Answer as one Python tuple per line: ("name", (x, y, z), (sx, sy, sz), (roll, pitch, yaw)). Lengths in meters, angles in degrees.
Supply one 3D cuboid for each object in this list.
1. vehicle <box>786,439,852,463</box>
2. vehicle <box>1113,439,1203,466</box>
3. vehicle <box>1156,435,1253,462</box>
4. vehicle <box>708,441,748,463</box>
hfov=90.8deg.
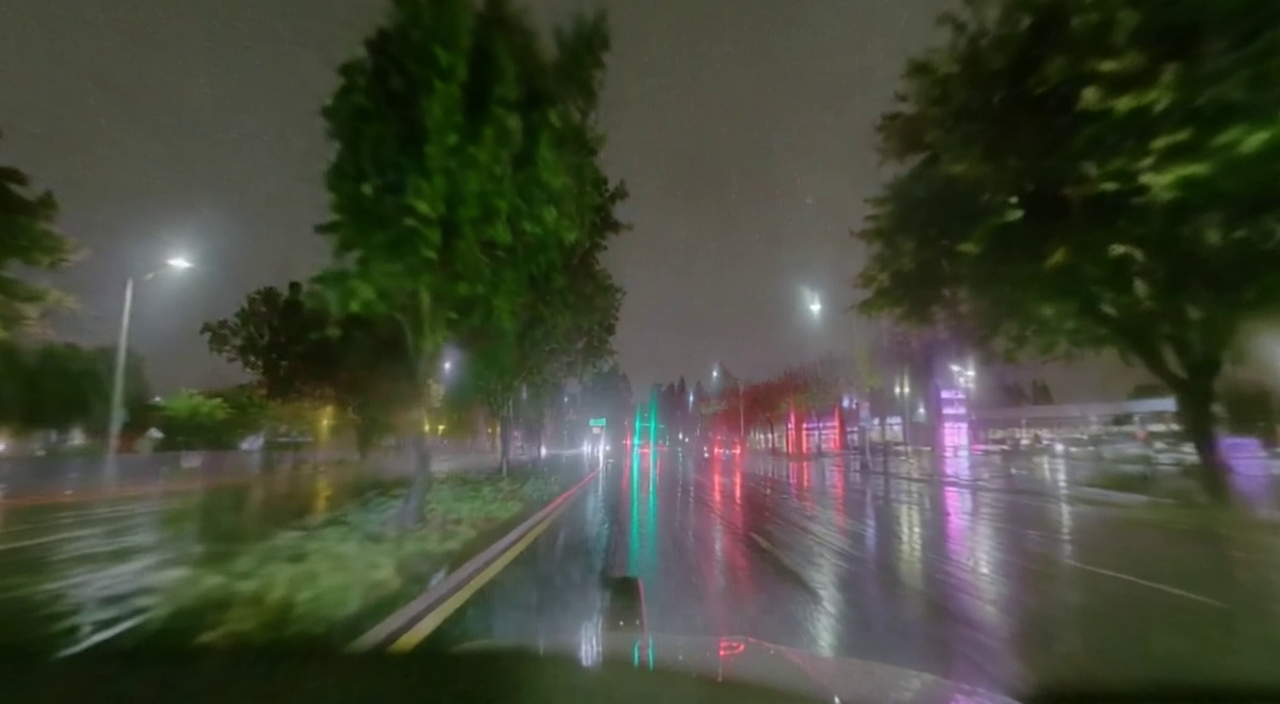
("vehicle", (13.336, 7.406, 47.311), (4.281, 1.719, 1.983), (0, -9, -1))
("vehicle", (31.699, 6.212, 38.862), (1.767, 1.549, 4.422), (1, -10, 0))
("vehicle", (34.579, 5.931, 38.894), (1.924, 1.493, 4.330), (-3, -8, 0))
("vehicle", (6.207, 7.103, 45.176), (2.024, 1.475, 4.600), (0, -9, -2))
